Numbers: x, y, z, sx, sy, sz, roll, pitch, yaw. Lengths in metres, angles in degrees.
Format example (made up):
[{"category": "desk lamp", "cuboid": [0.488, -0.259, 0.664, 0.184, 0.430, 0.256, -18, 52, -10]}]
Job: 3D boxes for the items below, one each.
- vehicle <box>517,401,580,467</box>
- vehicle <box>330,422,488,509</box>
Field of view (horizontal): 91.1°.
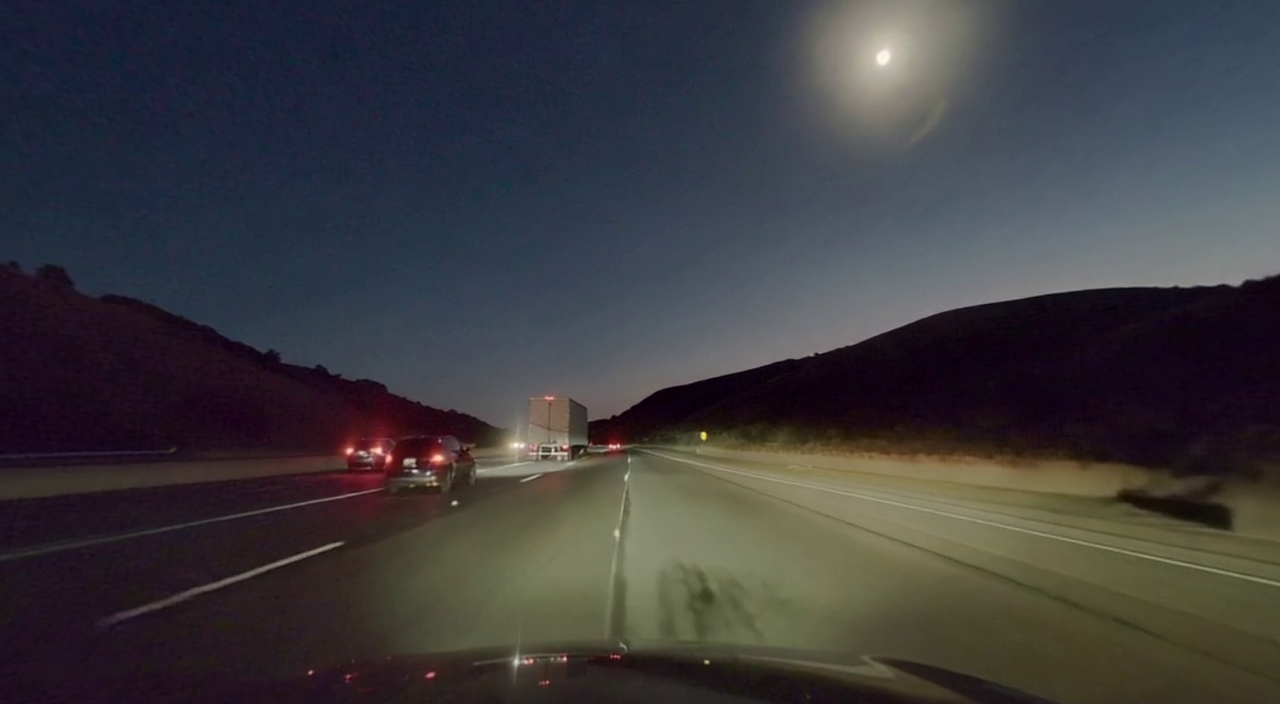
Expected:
[{"category": "vehicle", "cuboid": [-5.929, 5.637, 42.558, 2.981, 3.860, 11.022, 1, -8, -2]}, {"category": "vehicle", "cuboid": [-5.176, 2.614, 14.858, 2.099, 1.734, 4.413, 0, -8, -1]}]
